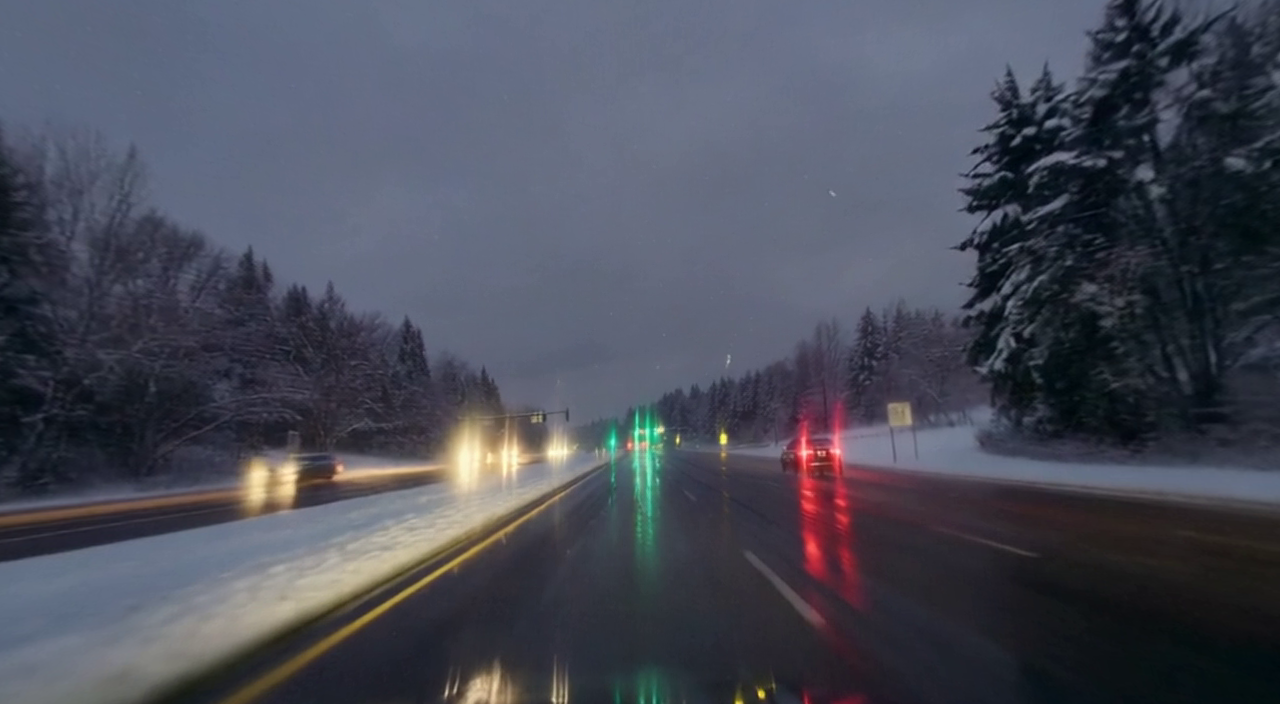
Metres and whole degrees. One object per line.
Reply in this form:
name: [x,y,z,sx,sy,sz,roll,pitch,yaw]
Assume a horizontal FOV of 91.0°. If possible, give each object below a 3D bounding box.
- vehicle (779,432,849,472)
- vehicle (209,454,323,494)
vehicle: [8.689,5.046,31.913,2.170,1.830,4.720,0,-8,0]
vehicle: [-15.546,5.068,26.526,1.889,1.463,4.690,-1,-8,0]
